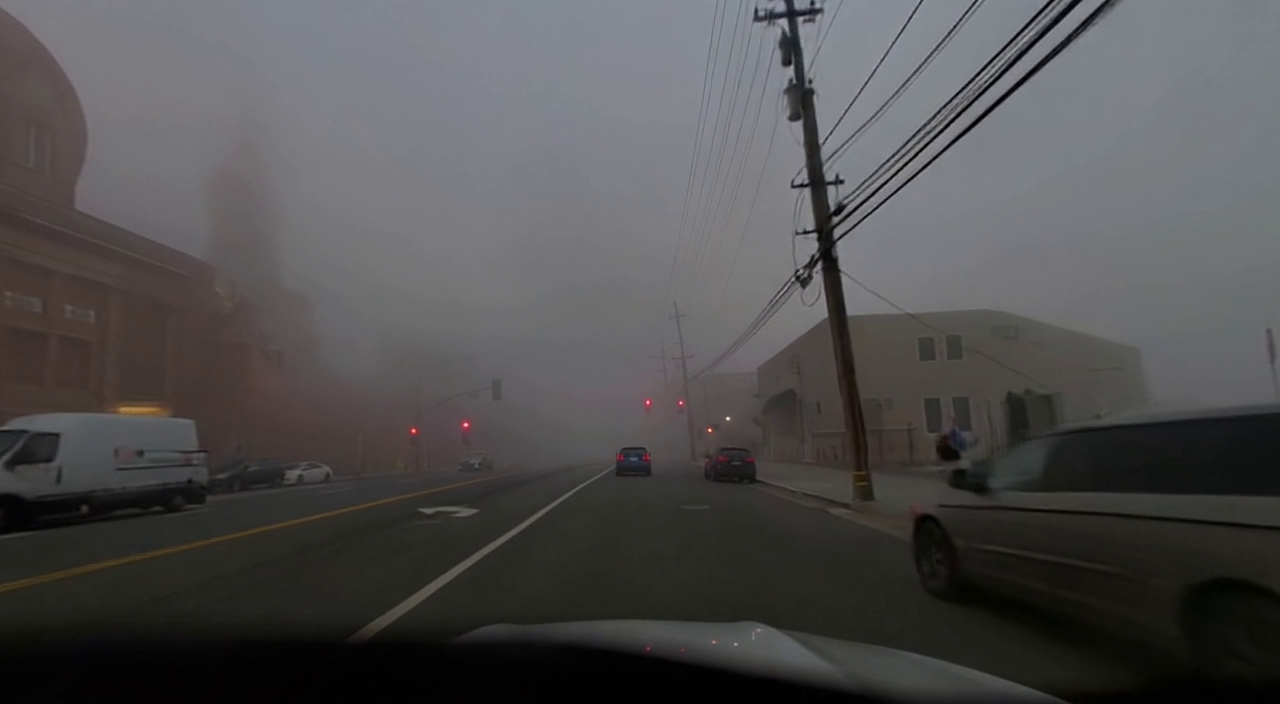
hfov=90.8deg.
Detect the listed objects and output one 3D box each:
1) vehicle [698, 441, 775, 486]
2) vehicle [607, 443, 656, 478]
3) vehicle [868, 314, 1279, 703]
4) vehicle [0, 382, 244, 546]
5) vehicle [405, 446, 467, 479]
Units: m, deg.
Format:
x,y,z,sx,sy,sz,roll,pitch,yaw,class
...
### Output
x,y,z,sx,sy,sz,roll,pitch,yaw,class
3.548,4.190,24.048,1.944,1.530,4.539,0,-9,-4,vehicle
-0.383,4.900,28.735,2.049,1.453,4.299,0,-8,-1,vehicle
3.636,1.034,4.115,2.204,1.845,5.597,1,-8,0,vehicle
-12.096,2.411,13.768,2.961,2.739,6.276,-4,-8,-1,vehicle
-12.560,6.800,39.232,2.071,1.814,5.185,-1,-8,1,vehicle
